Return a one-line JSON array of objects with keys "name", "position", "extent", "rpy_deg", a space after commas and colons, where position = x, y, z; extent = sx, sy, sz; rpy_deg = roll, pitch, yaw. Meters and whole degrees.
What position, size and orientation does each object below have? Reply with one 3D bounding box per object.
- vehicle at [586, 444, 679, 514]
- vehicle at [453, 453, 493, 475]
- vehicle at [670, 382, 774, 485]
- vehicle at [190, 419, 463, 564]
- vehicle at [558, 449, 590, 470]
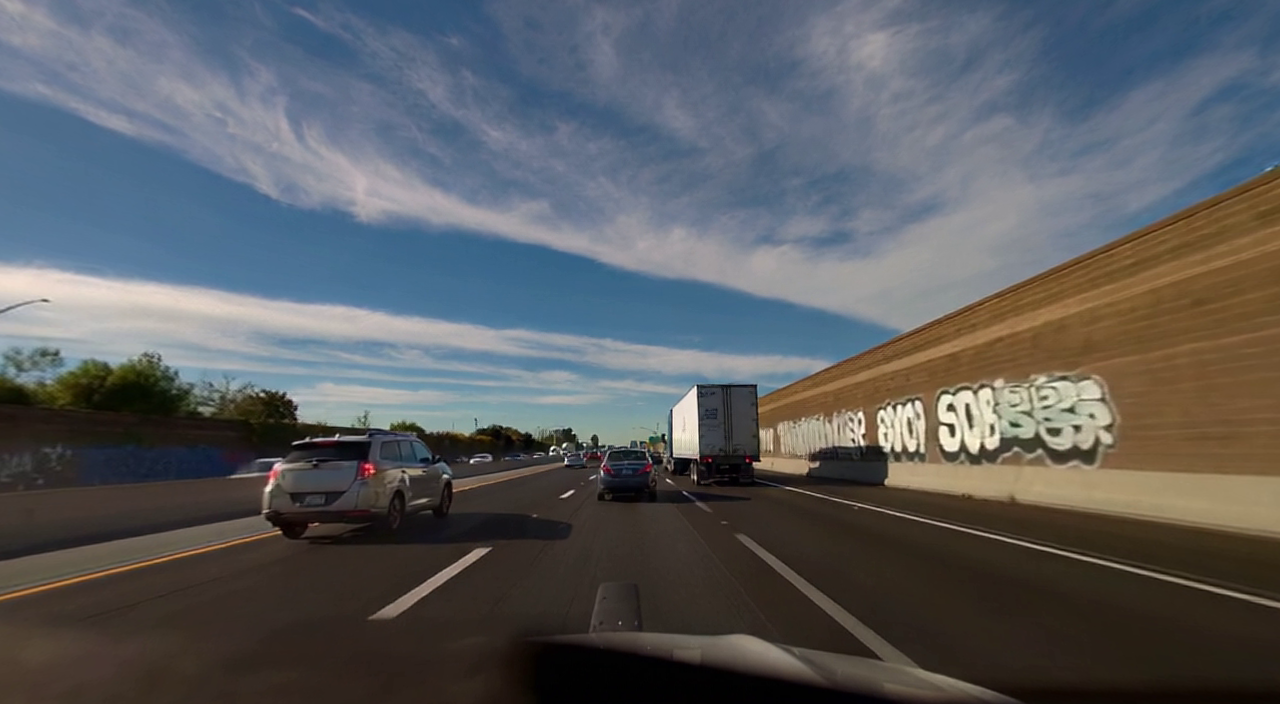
[{"name": "vehicle", "position": [-0.225, 3.073, 15.736], "extent": [2.033, 1.468, 4.015], "rpy_deg": [0, -9, -2]}, {"name": "vehicle", "position": [-12.211, 8.208, 46.188], "extent": [1.768, 1.443, 4.425], "rpy_deg": [-1, -9, 0]}, {"name": "vehicle", "position": [3.557, 4.280, 31.991], "extent": [2.902, 4.014, 14.446], "rpy_deg": [0, -9, -2]}, {"name": "vehicle", "position": [-4.530, 2.075, 10.152], "extent": [1.988, 1.750, 4.711], "rpy_deg": [0, -9, 0]}, {"name": "vehicle", "position": [-5.043, 8.277, 48.418], "extent": [2.067, 1.481, 4.085], "rpy_deg": [0, -9, 0]}]
